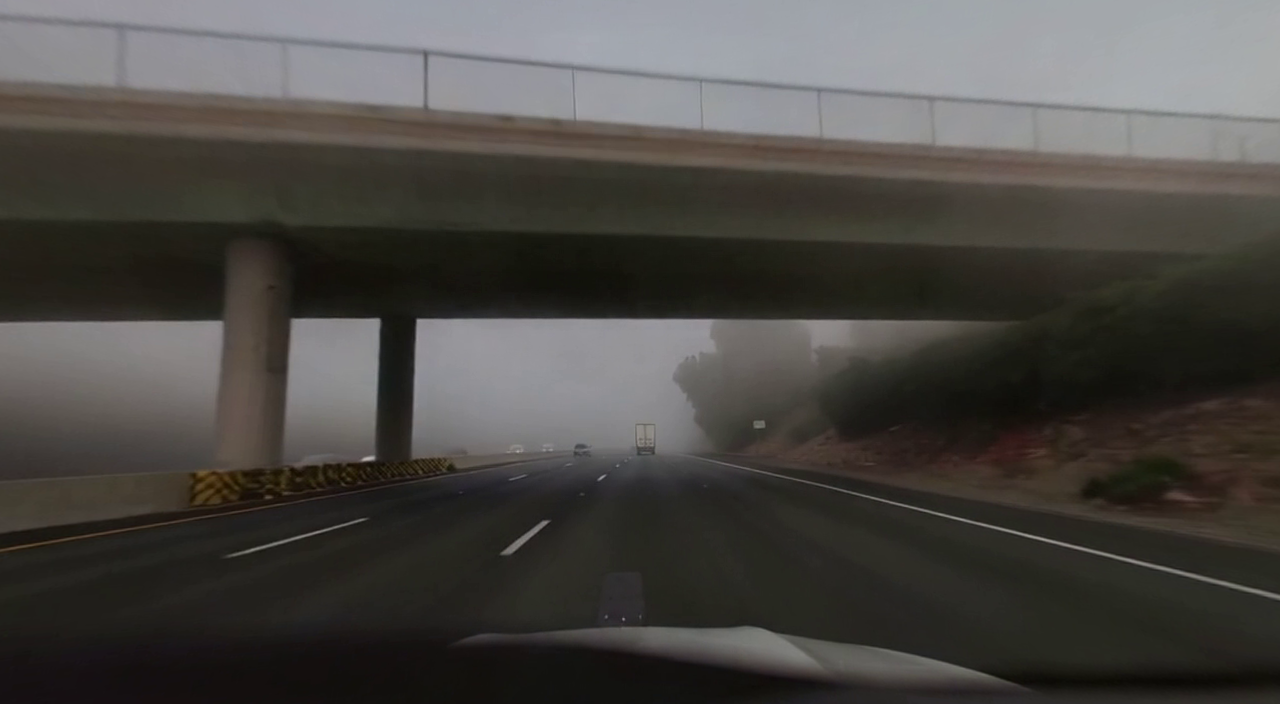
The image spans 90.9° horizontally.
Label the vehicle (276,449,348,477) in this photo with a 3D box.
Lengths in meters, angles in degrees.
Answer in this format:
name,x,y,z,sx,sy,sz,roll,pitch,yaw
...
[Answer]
name,x,y,z,sx,sy,sz,roll,pitch,yaw
vehicle,-19.950,6.733,38.591,1.907,1.557,4.488,0,-8,1
